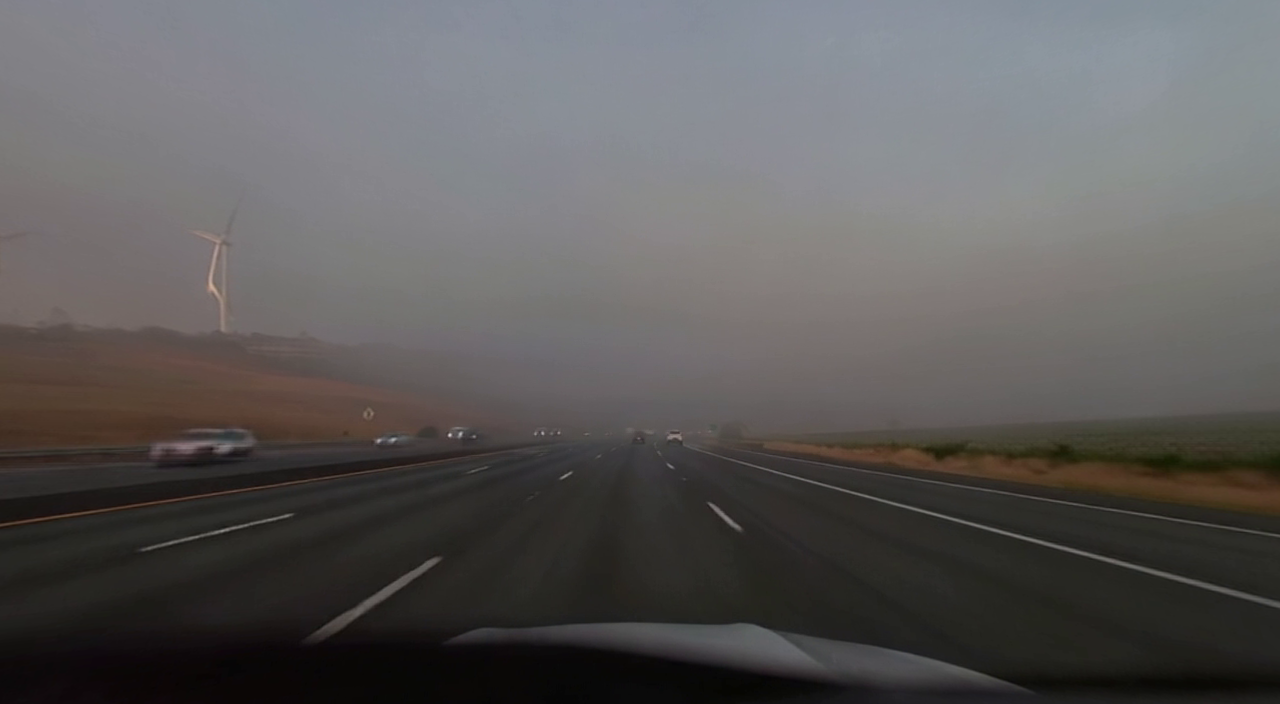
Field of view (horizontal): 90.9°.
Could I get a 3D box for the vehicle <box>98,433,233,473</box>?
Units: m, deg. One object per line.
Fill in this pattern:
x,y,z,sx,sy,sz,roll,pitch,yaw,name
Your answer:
-19.825,4.197,26.649,2.013,1.505,4.712,0,-8,0,vehicle
